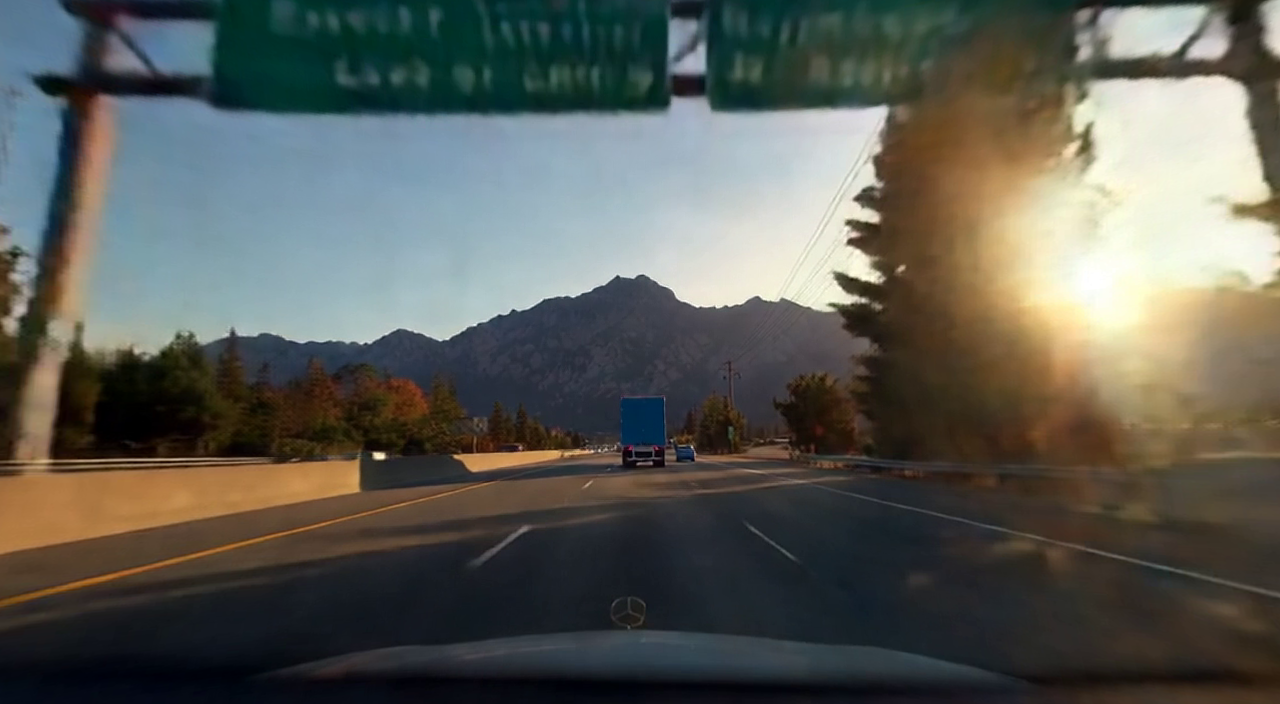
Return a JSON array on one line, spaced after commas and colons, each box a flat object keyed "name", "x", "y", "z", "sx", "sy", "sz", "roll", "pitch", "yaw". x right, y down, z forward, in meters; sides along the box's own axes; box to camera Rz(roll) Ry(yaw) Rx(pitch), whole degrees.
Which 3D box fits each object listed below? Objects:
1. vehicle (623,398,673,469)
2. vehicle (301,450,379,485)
[{"name": "vehicle", "x": 0.363, "y": 5.583, "z": 42.324, "sx": 2.919, "sy": 4.101, "sz": 11.541, "roll": 0, "pitch": -8, "yaw": -1}, {"name": "vehicle", "x": -16.220, "y": 6.243, "z": 34.398, "sx": 1.875, "sy": 1.601, "sz": 4.906, "roll": -3, "pitch": -8, "yaw": 0}]
